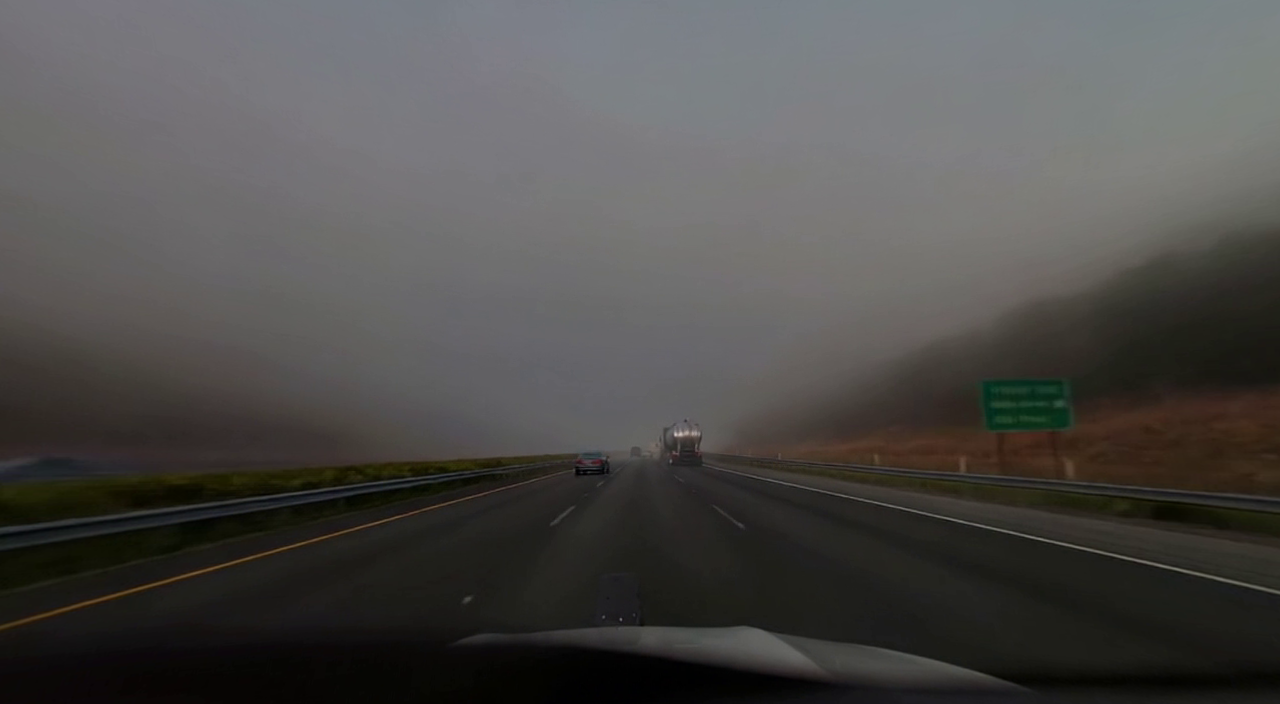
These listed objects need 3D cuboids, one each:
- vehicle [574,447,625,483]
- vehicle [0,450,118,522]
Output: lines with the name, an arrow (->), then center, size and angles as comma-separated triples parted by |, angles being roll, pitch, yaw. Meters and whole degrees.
vehicle -> -1.791, 5.205, 29.348 | 2.013, 1.498, 3.908 | -1, -9, 2
vehicle -> -19.145, 4.001, 19.113 | 2.215, 2.016, 5.106 | -1, -9, 0
